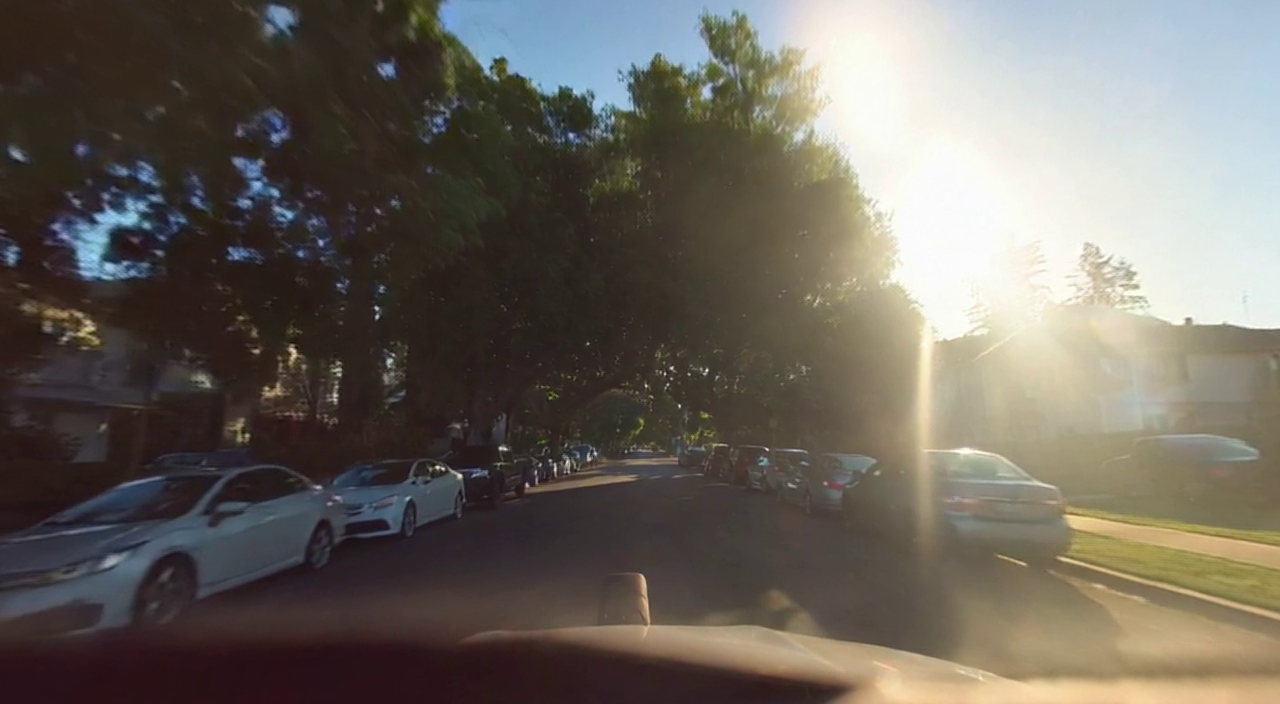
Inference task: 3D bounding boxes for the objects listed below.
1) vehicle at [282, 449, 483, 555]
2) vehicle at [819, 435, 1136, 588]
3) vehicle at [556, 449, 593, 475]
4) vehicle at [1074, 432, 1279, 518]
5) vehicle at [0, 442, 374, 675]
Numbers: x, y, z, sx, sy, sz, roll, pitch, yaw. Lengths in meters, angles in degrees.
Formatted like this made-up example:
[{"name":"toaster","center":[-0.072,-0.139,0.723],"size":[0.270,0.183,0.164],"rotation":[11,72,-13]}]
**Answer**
[{"name":"vehicle","center":[-4.435,2.604,11.735],"size":[1.920,1.501,4.552],"rotation":[-1,-8,-1]},{"name":"vehicle","center":[4.047,1.961,8.602],"size":[1.862,1.525,4.421],"rotation":[0,-9,0]},{"name":"vehicle","center":[-4.366,7.408,42.361],"size":[2.013,1.645,4.318],"rotation":[0,-9,0]},{"name":"vehicle","center":[11.144,2.392,12.630],"size":[1.968,1.446,3.961],"rotation":[0,-9,1]},{"name":"vehicle","center":[-4.556,1.773,6.530],"size":[1.870,1.562,4.212],"rotation":[-2,-8,-2]}]
